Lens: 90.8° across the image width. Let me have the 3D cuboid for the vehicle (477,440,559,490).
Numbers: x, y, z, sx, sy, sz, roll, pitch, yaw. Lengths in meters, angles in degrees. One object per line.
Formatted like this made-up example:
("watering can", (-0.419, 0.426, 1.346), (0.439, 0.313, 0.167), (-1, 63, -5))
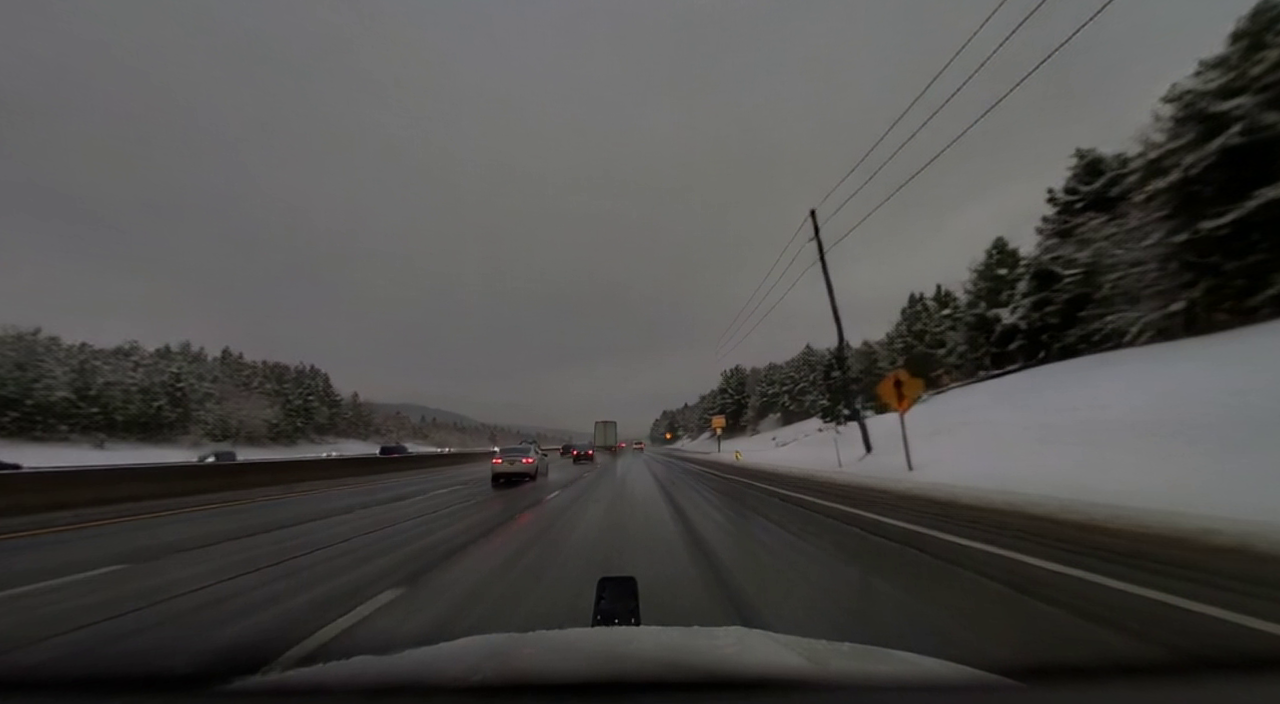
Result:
("vehicle", (-4.097, 3.877, 22.015), (1.963, 1.533, 4.477), (0, -9, 0))
